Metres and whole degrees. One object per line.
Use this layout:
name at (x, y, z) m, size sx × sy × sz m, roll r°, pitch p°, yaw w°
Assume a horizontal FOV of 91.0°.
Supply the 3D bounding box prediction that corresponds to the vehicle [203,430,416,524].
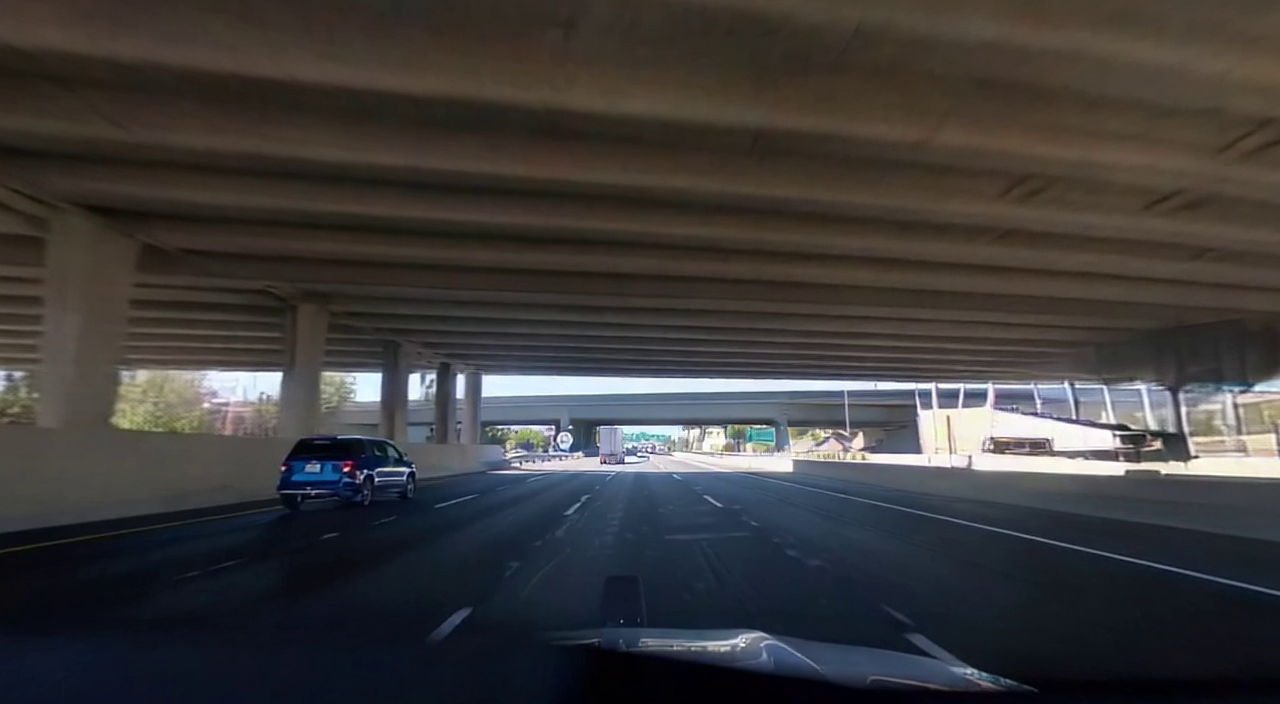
vehicle at (-6.999, 2.688, 14.127) m, size 2.168 × 1.729 × 4.724 m, roll 0°, pitch -9°, yaw 0°
